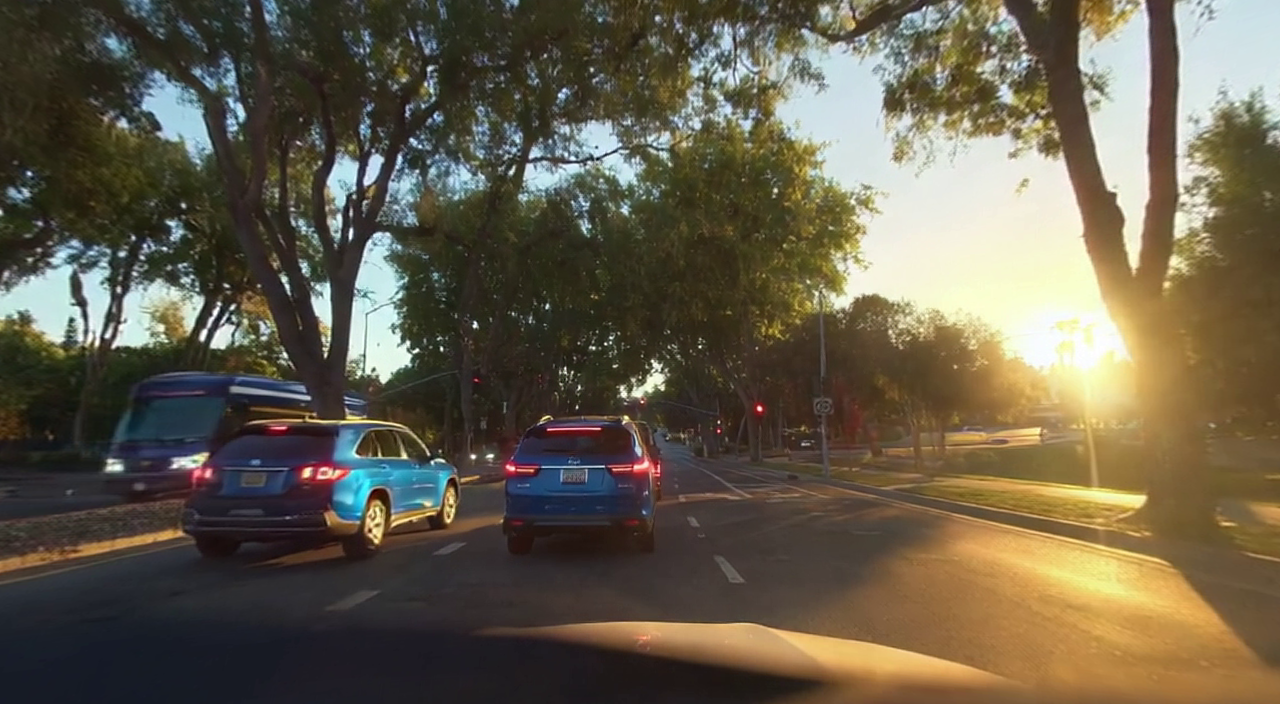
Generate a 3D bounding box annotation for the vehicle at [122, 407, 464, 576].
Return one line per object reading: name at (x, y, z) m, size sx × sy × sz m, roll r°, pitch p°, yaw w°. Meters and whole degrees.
vehicle at (-4.104, 1.722, 8.592) m, size 2.009 × 1.673 × 4.454 m, roll 0°, pitch -8°, yaw 1°

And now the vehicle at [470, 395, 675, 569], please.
vehicle at (-0.635, 1.718, 9.148) m, size 2.131 × 1.793 × 5.016 m, roll 0°, pitch -8°, yaw 2°

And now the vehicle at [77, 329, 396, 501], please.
vehicle at (-11.801, 2.303, 20.749) m, size 3.107 × 4.149 × 11.028 m, roll 0°, pitch -8°, yaw 0°
